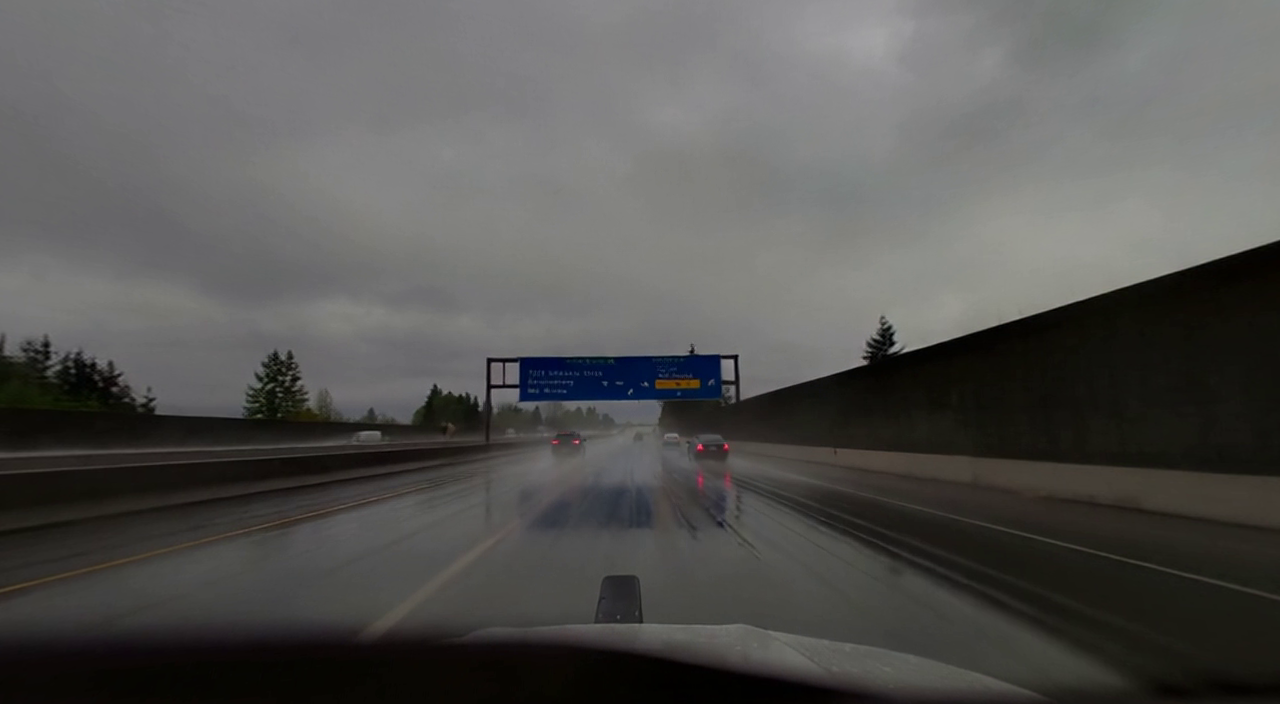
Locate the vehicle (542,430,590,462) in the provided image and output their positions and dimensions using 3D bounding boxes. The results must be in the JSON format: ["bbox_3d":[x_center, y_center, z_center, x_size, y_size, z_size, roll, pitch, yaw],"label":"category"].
[{"bbox_3d":[-4.092,5.251,35.262,2.219,1.660,4.153,0,-8,-1],"label":"vehicle"}]

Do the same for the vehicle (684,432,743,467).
[{"bbox_3d":[3.354,4.529,29.530,2.077,1.523,4.539,0,-8,-2],"label":"vehicle"}]
